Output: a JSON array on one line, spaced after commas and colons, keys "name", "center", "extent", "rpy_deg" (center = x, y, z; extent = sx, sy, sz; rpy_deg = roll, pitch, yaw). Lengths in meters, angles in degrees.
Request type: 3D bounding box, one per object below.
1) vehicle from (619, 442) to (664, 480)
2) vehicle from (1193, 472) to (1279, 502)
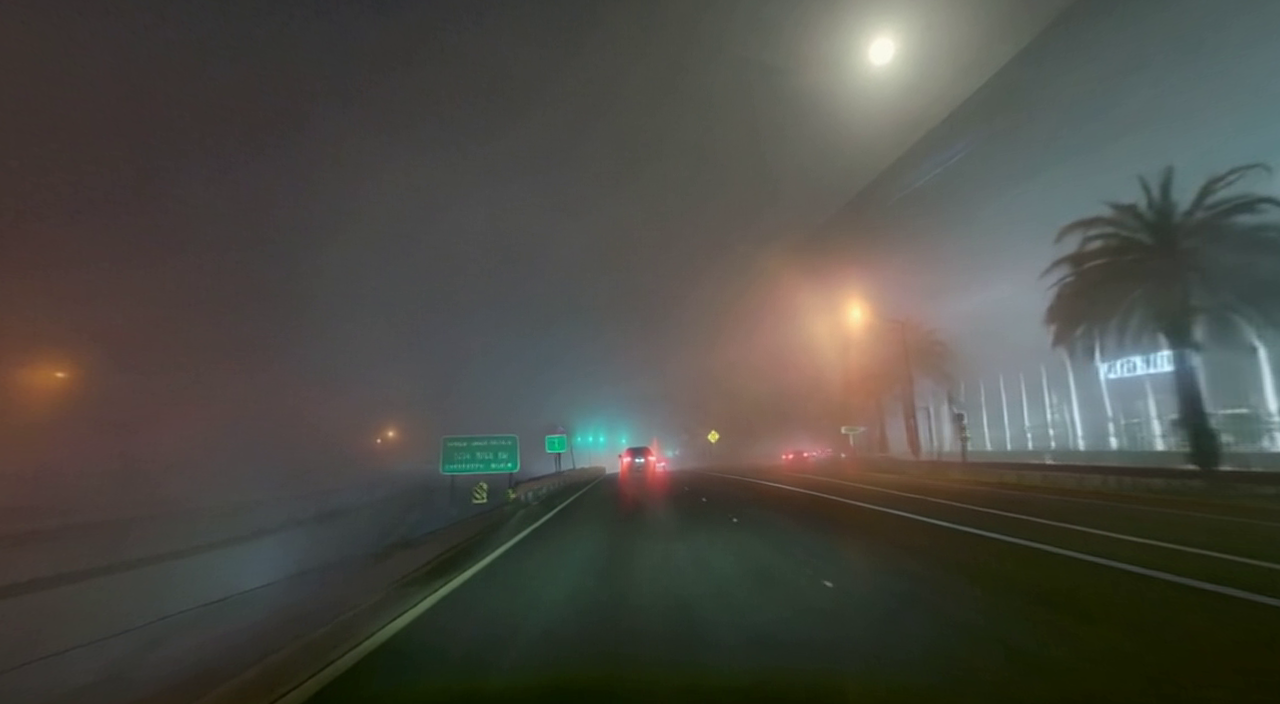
[{"name": "vehicle", "center": [0.010, 5.370, 31.313], "extent": [2.089, 1.718, 4.193], "rpy_deg": [0, -9, -2]}, {"name": "vehicle", "center": [35.196, 7.844, 36.698], "extent": [3.945, 1.538, 1.796], "rpy_deg": [-3, -12, 5]}]
